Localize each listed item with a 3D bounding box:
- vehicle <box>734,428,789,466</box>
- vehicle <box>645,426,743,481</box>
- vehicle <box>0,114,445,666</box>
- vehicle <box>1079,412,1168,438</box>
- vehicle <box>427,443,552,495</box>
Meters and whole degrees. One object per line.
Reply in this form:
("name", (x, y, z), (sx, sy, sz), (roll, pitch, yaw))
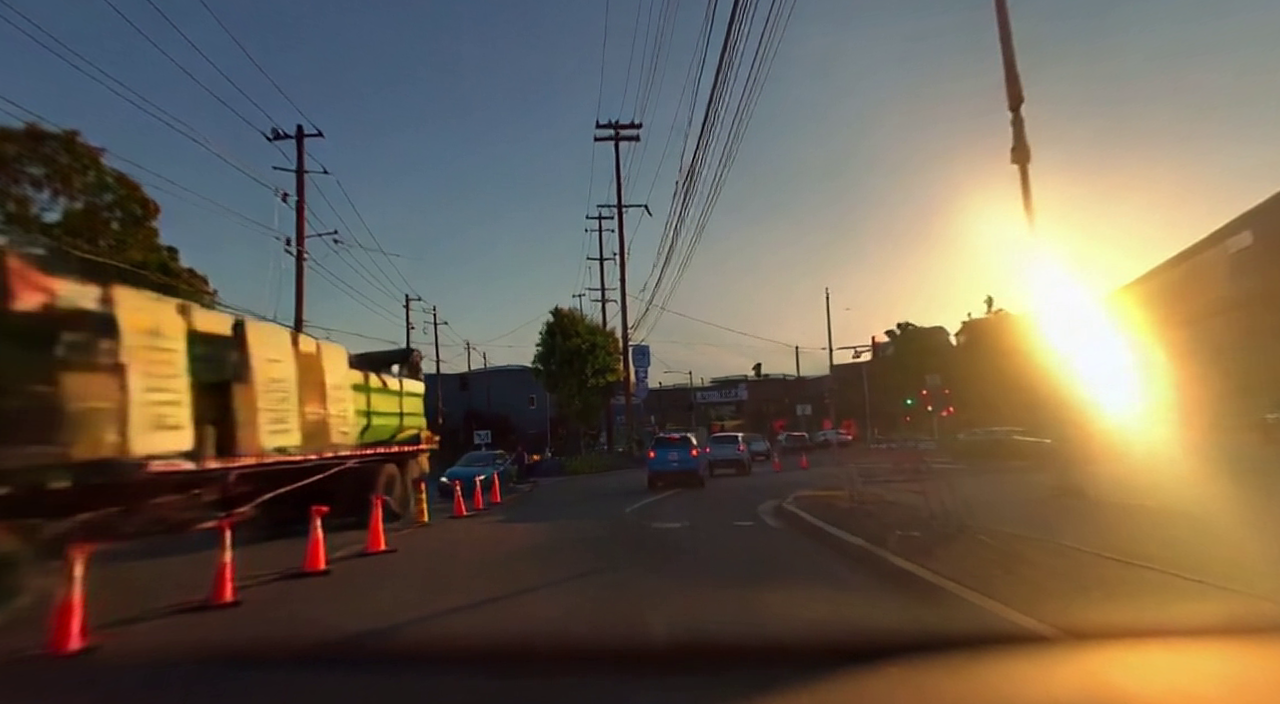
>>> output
("vehicle", (6.838, 5.285, 35.102), (2.206, 1.911, 5.548), (-3, -9, 18))
("vehicle", (2.228, 3.865, 24.419), (2.256, 1.859, 5.118), (-4, -9, 23))
("vehicle", (-5.825, 0.747, 7.721), (3.007, 3.800, 11.011), (-1, -8, 2))
("vehicle", (34.847, 5.312, 45.662), (1.922, 1.704, 4.550), (4, -10, -34))
("vehicle", (-4.873, 3.856, 21.335), (2.103, 1.526, 4.743), (-3, -9, 15))
